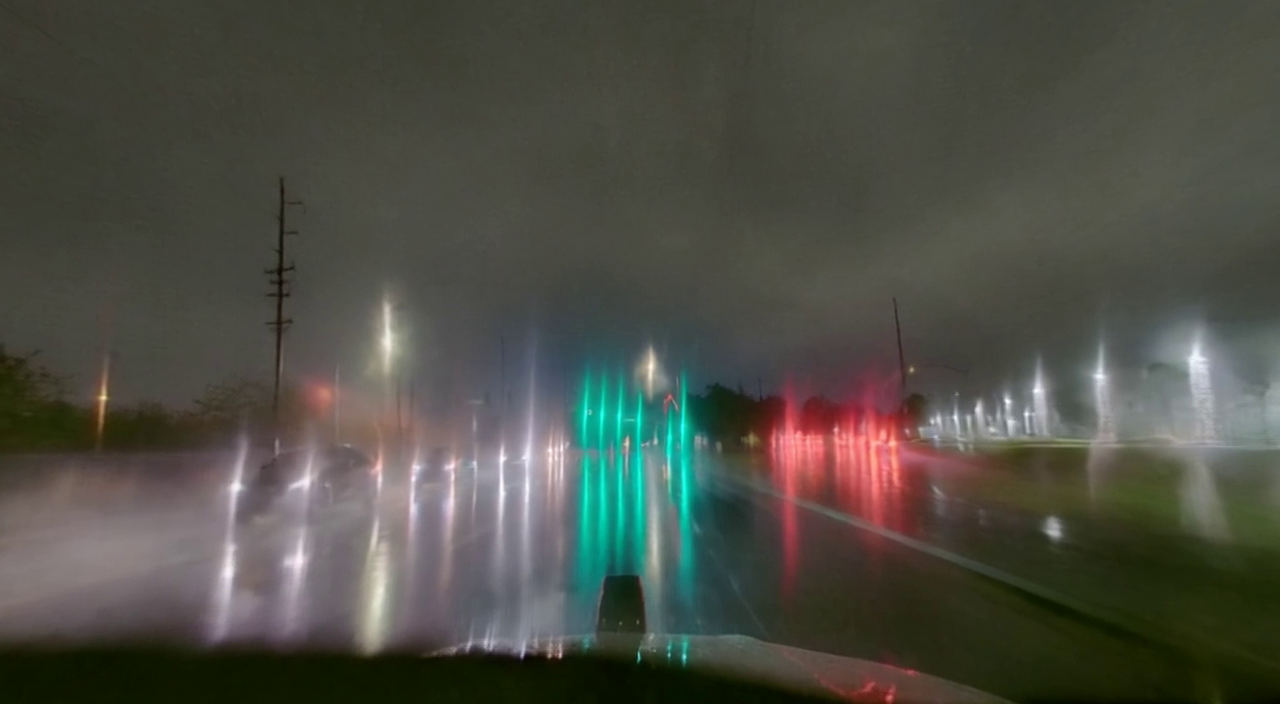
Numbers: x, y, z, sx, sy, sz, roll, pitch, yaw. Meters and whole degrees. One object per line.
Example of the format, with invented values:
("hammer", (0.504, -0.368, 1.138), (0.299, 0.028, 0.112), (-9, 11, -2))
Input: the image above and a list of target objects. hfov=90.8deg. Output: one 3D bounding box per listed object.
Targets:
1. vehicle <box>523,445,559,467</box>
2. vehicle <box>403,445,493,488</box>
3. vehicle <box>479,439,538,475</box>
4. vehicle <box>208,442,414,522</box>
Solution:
("vehicle", (-7.052, 7.449, 45.370), (1.854, 1.481, 4.518), (0, -8, 1))
("vehicle", (-7.094, 4.241, 23.848), (2.008, 1.456, 4.409), (0, -9, 0))
("vehicle", (-7.060, 5.692, 34.478), (2.101, 1.768, 5.040), (0, -9, 0))
("vehicle", (-7.066, 2.812, 14.335), (2.030, 1.482, 4.818), (0, -8, 1))
